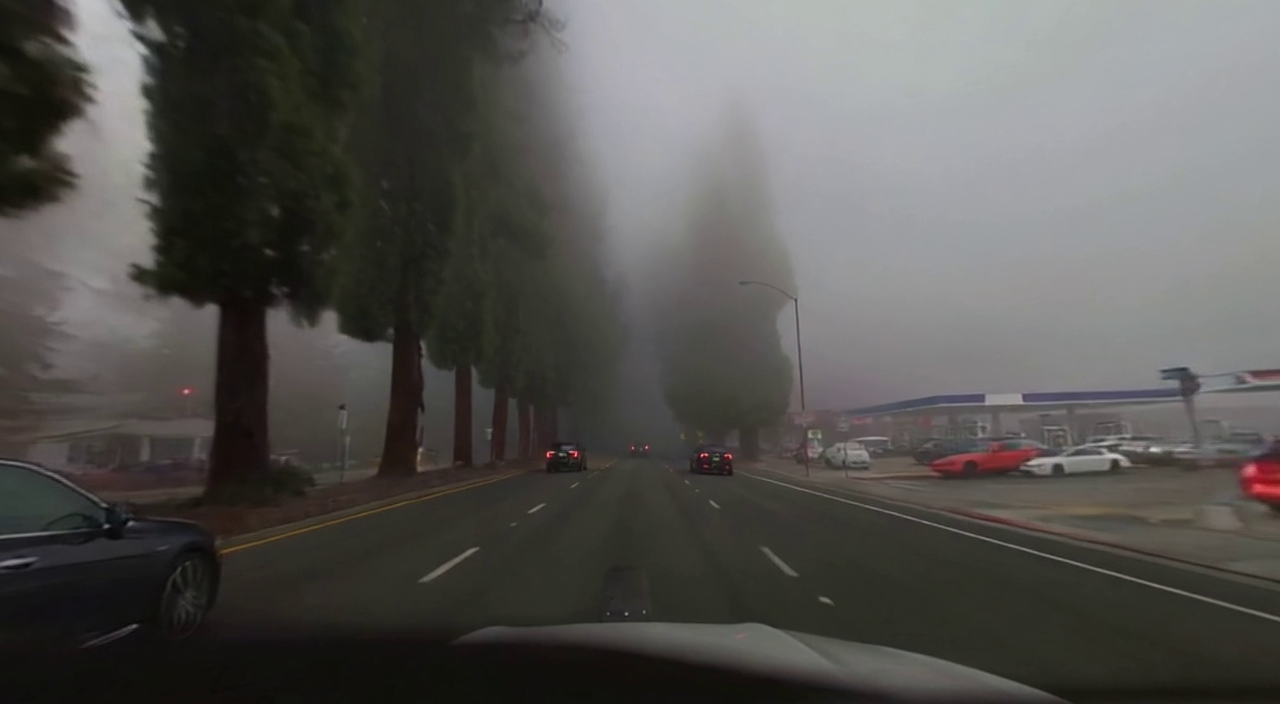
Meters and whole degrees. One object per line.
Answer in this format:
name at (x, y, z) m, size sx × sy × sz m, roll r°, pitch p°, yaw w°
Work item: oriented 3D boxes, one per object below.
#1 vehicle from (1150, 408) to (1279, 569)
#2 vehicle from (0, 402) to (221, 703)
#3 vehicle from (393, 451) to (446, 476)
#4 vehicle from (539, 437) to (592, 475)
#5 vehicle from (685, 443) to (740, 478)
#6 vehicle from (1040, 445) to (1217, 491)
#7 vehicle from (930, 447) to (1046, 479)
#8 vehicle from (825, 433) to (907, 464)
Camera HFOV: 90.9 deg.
vehicle at (9.305, 1.631, 7.739) m, size 4.526 × 1.768 × 2.056 m, roll 1°, pitch -9°, yaw -8°
vehicle at (-3.924, 0.831, 1.760) m, size 1.988 × 1.530 × 5.155 m, roll 0°, pitch -9°, yaw 0°
vehicle at (-14.717, 7.437, 42.293) m, size 1.977 × 1.491 × 4.496 m, roll 1°, pitch -8°, yaw -1°
vehicle at (-3.645, 5.204, 31.647) m, size 2.051 × 1.747 × 4.370 m, roll 0°, pitch -9°, yaw 1°
vehicle at (3.309, 5.055, 29.652) m, size 2.010 × 1.486 × 4.498 m, roll 0°, pitch -9°, yaw -1°
vehicle at (16.749, 3.982, 21.739) m, size 4.624 × 1.460 × 1.901 m, roll 1°, pitch -9°, yaw -4°
vehicle at (16.818, 5.328, 30.525) m, size 4.717 × 1.461 × 1.874 m, roll 2°, pitch -9°, yaw -11°
vehicle at (14.118, 6.081, 39.744) m, size 2.097 × 1.779 × 4.720 m, roll 4°, pitch -9°, yaw -24°
